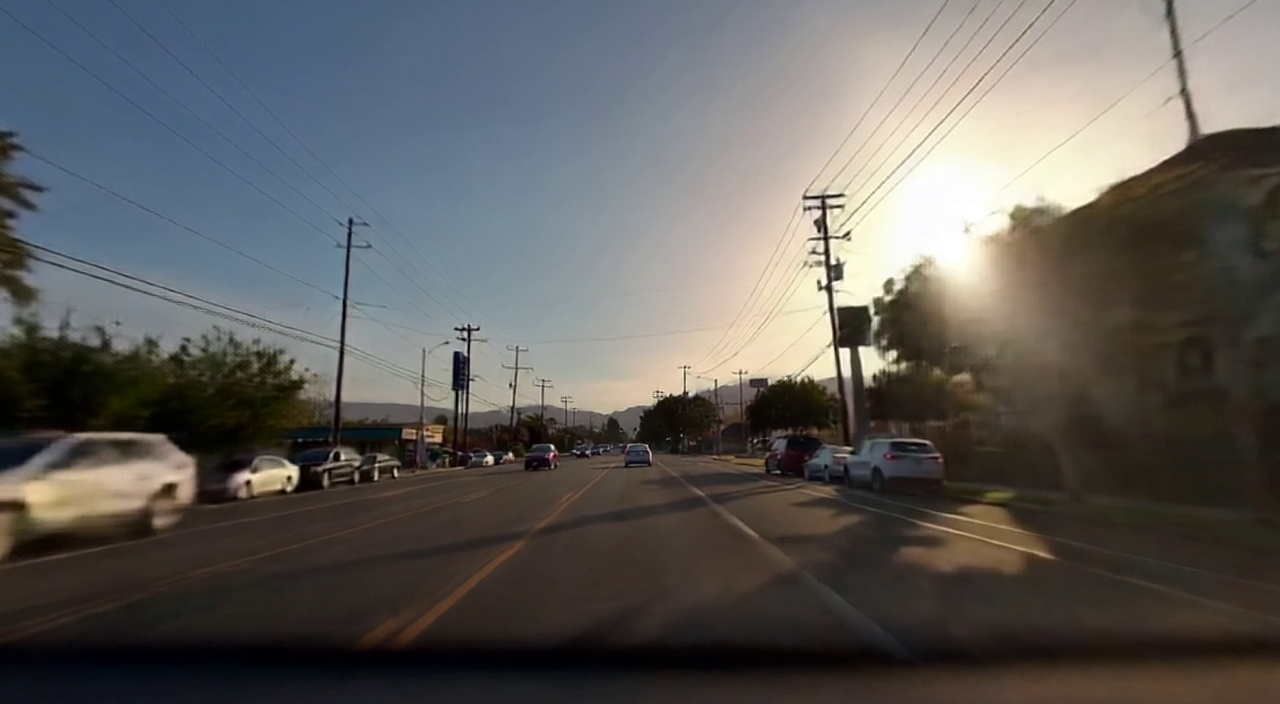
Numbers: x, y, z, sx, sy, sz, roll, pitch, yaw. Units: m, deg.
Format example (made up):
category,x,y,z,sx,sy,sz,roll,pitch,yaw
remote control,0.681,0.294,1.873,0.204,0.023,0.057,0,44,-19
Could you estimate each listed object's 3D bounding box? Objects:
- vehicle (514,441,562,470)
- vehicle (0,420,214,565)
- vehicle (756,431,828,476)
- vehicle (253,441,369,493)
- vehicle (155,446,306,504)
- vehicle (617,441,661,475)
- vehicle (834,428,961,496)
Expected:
category,x,y,z,sx,sy,sz,roll,pitch,yaw
vehicle,-6.344,6.518,39.990,2.254,1.732,4.571,0,-8,0
vehicle,-9.472,2.111,10.054,2.048,1.890,4.780,0,-8,-1
vehicle,7.629,5.153,32.348,2.257,2.072,5.376,0,-8,-1
vehicle,-14.278,4.960,27.939,2.138,1.906,5.692,-3,-8,-1
vehicle,-14.207,4.232,22.396,2.041,1.789,5.070,0,-8,-2
vehicle,-0.074,5.263,31.710,2.067,1.547,4.513,0,-8,0
vehicle,7.901,3.409,19.936,2.026,1.851,4.360,0,-8,-2
